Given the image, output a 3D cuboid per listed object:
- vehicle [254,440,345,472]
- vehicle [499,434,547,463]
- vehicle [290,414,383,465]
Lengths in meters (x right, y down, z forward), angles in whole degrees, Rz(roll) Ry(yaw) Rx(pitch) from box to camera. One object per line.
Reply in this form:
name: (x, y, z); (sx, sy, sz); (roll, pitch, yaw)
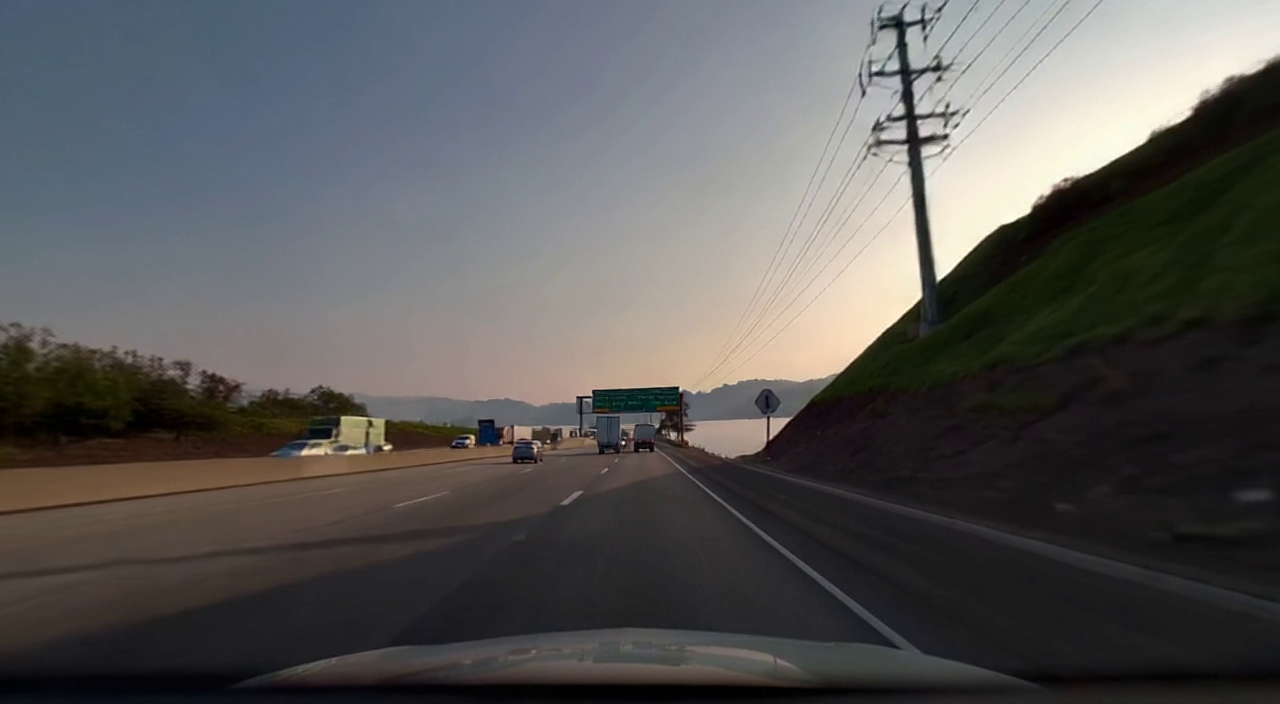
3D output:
vehicle: (-17.381, 5.321, 32.488); (1.922, 1.486, 4.775); (0, -8, 1)
vehicle: (-7.586, 6.296, 41.261); (2.192, 1.762, 4.559); (-1, -8, 1)
vehicle: (-21.098, 6.186, 44.399); (2.768, 3.286, 7.386); (0, -8, 0)
